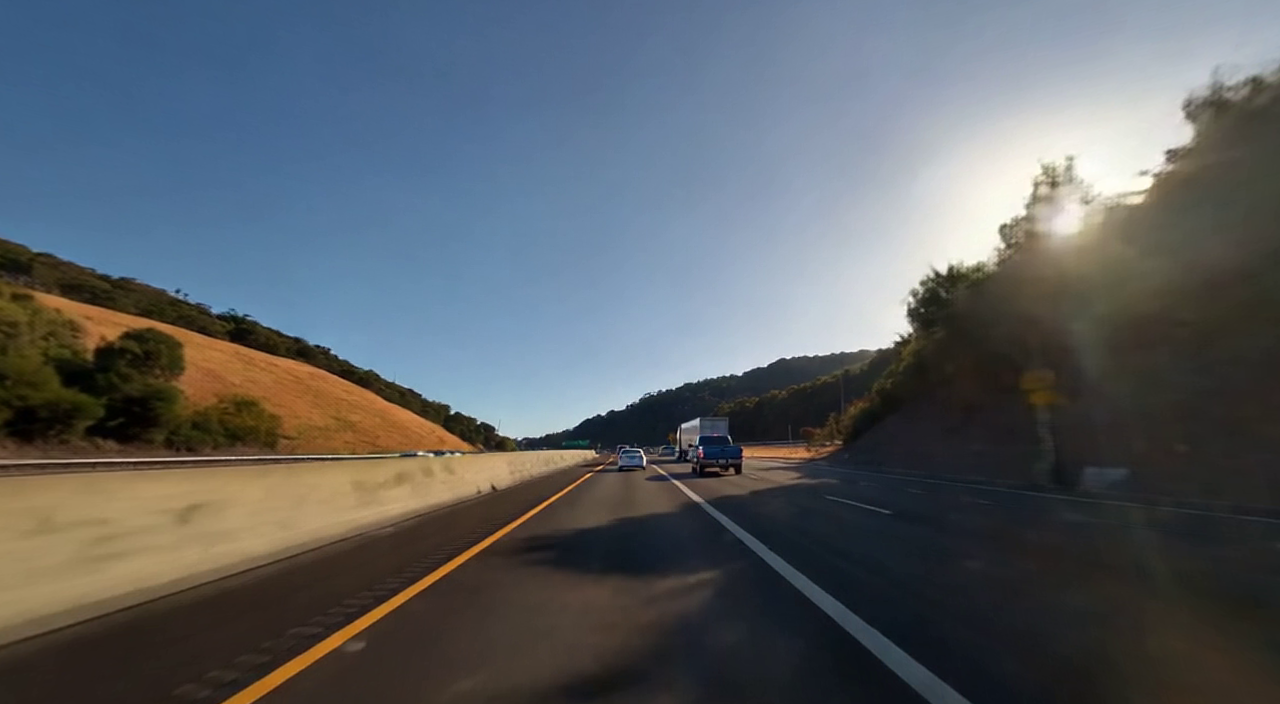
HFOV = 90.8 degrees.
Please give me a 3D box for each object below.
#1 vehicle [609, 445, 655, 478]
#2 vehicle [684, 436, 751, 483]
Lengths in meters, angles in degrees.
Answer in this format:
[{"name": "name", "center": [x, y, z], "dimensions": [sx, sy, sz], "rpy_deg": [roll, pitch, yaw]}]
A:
[{"name": "vehicle", "center": [-0.402, 5.302, 30.837], "dimensions": [2.083, 1.477, 3.965], "rpy_deg": [0, -9, -1]}, {"name": "vehicle", "center": [3.161, 4.491, 26.719], "dimensions": [2.098, 1.794, 4.561], "rpy_deg": [0, -9, -2]}]
